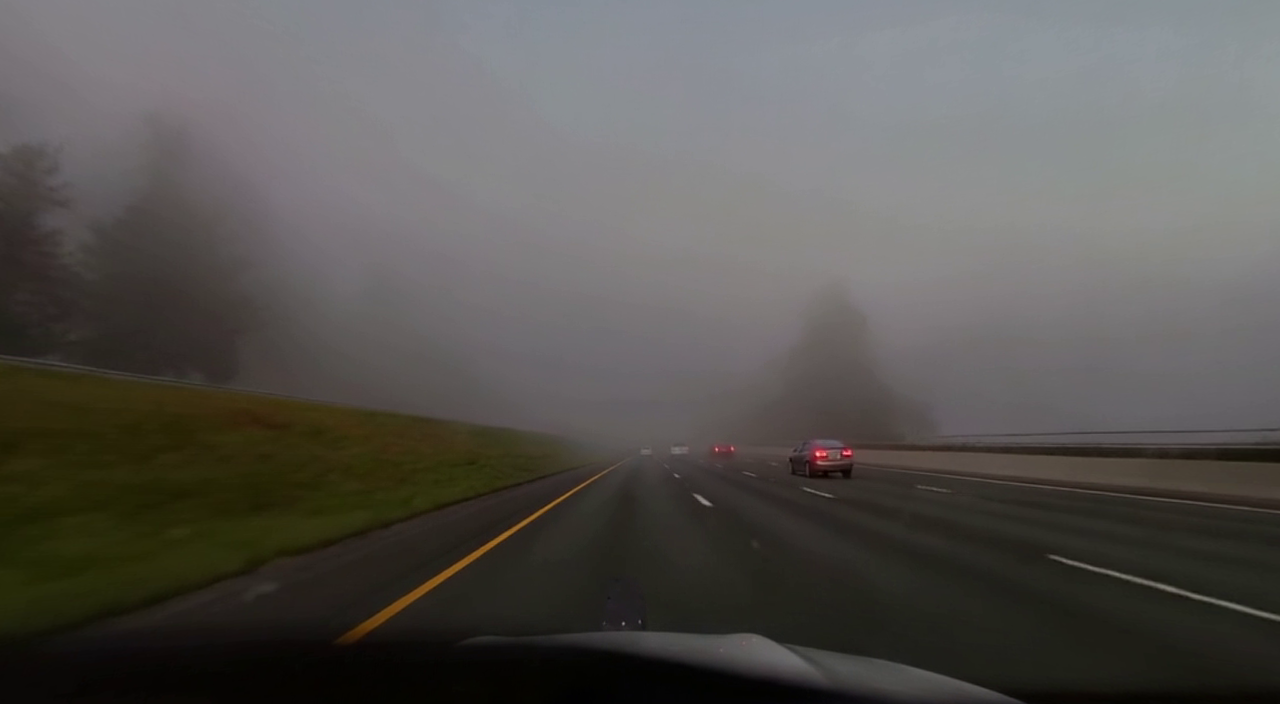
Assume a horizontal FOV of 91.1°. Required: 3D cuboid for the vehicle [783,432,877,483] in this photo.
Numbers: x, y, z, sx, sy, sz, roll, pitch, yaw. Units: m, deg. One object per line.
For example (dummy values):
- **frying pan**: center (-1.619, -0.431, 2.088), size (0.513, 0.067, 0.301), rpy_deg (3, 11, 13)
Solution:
- **vehicle**: center (7.035, 3.950, 23.830), size (2.048, 1.697, 4.689), rpy_deg (0, -8, 0)
